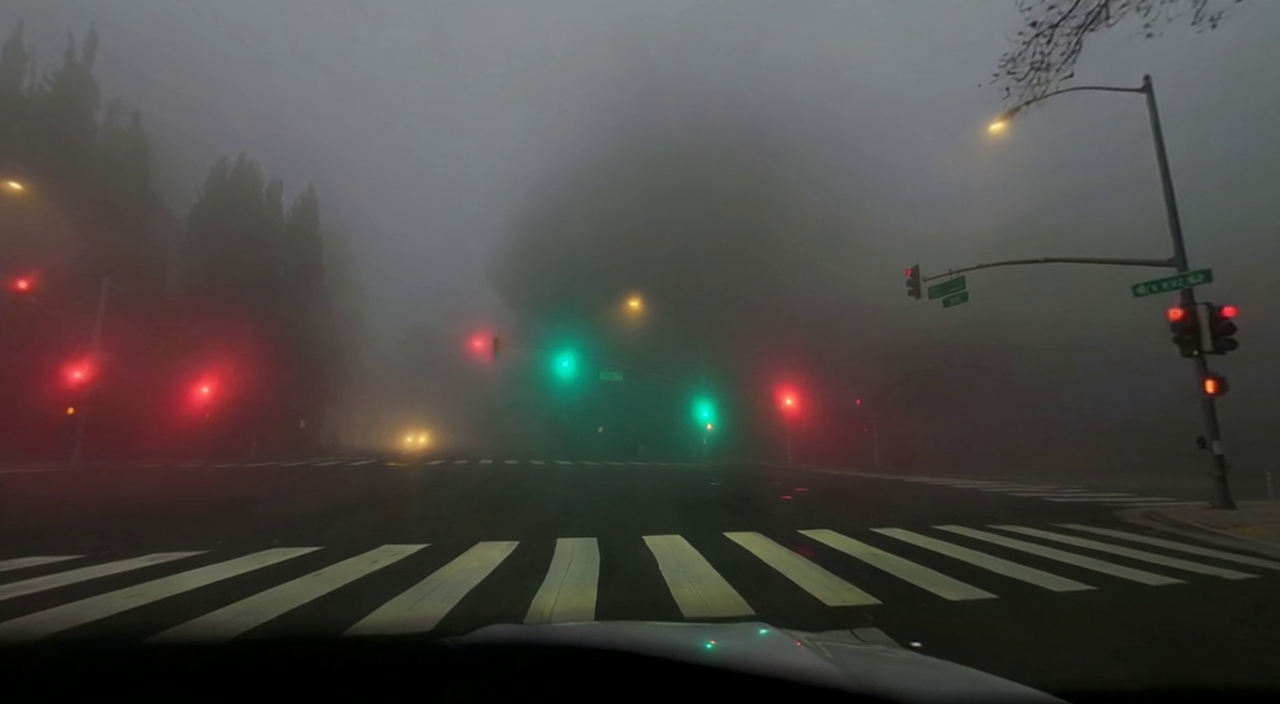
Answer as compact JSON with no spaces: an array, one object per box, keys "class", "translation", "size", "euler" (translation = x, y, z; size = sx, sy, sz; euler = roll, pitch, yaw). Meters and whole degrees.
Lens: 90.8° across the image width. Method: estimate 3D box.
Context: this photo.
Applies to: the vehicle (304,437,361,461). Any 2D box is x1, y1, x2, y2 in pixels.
[{"class":"vehicle","translation":[-19.886,6.298,41.049],"size":[1.918,1.432,4.433],"euler":[1,-9,-7]}]
